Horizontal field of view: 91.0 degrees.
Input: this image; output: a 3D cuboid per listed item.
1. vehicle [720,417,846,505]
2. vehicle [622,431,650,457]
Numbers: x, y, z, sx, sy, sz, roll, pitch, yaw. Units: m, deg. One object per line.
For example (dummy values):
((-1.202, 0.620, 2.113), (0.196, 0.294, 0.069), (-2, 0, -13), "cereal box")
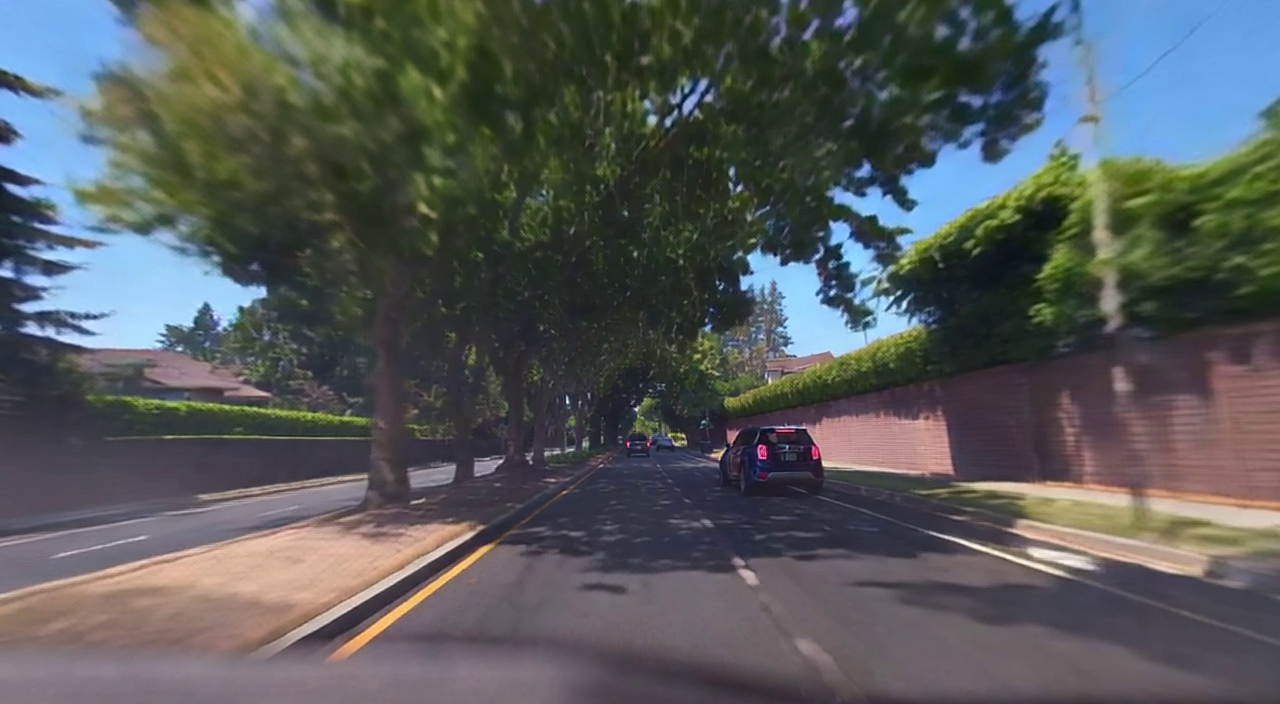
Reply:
((3.091, 2.461, 14.547), (1.840, 1.709, 4.202), (0, -8, -1), "vehicle")
((-0.311, 6.657, 45.423), (1.984, 1.777, 3.148), (0, -8, -1), "vehicle")
